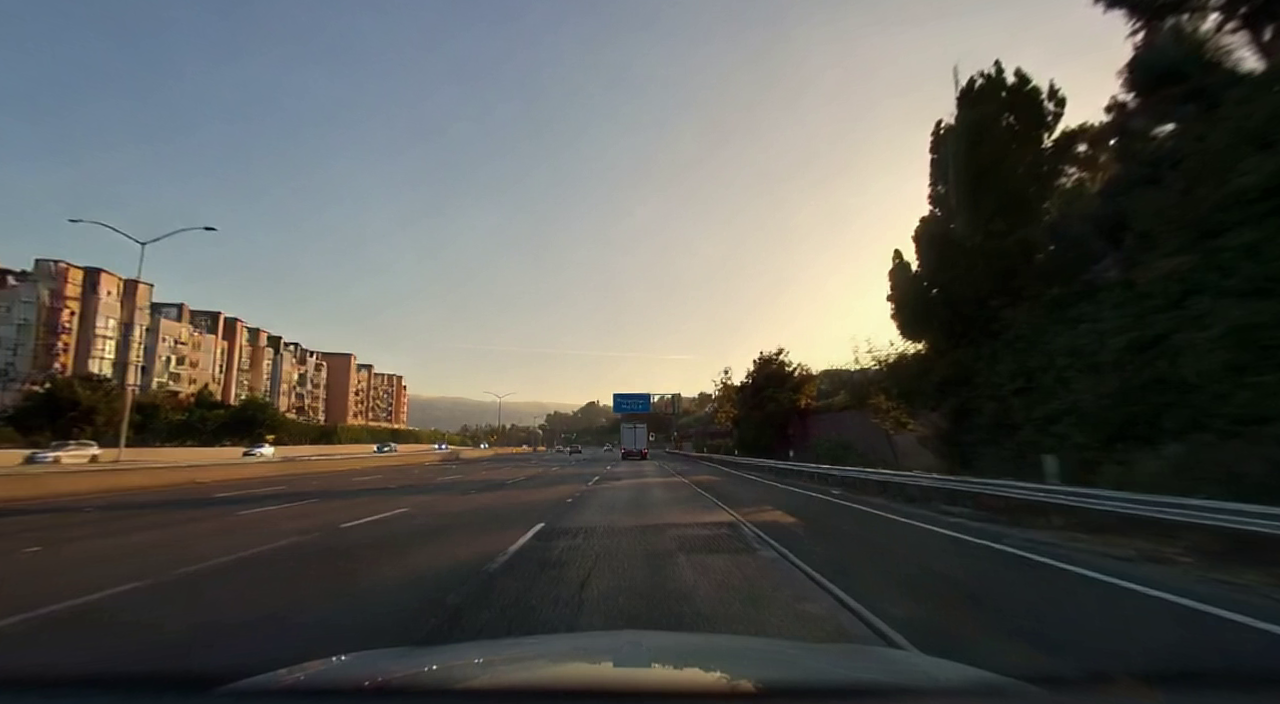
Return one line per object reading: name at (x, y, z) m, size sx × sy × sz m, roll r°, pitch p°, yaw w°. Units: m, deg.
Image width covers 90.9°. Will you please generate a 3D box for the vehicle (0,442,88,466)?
vehicle at (-37.172, 6.355, 39.388) m, size 1.755 × 1.446 × 3.906 m, roll -1°, pitch -9°, yaw 1°
